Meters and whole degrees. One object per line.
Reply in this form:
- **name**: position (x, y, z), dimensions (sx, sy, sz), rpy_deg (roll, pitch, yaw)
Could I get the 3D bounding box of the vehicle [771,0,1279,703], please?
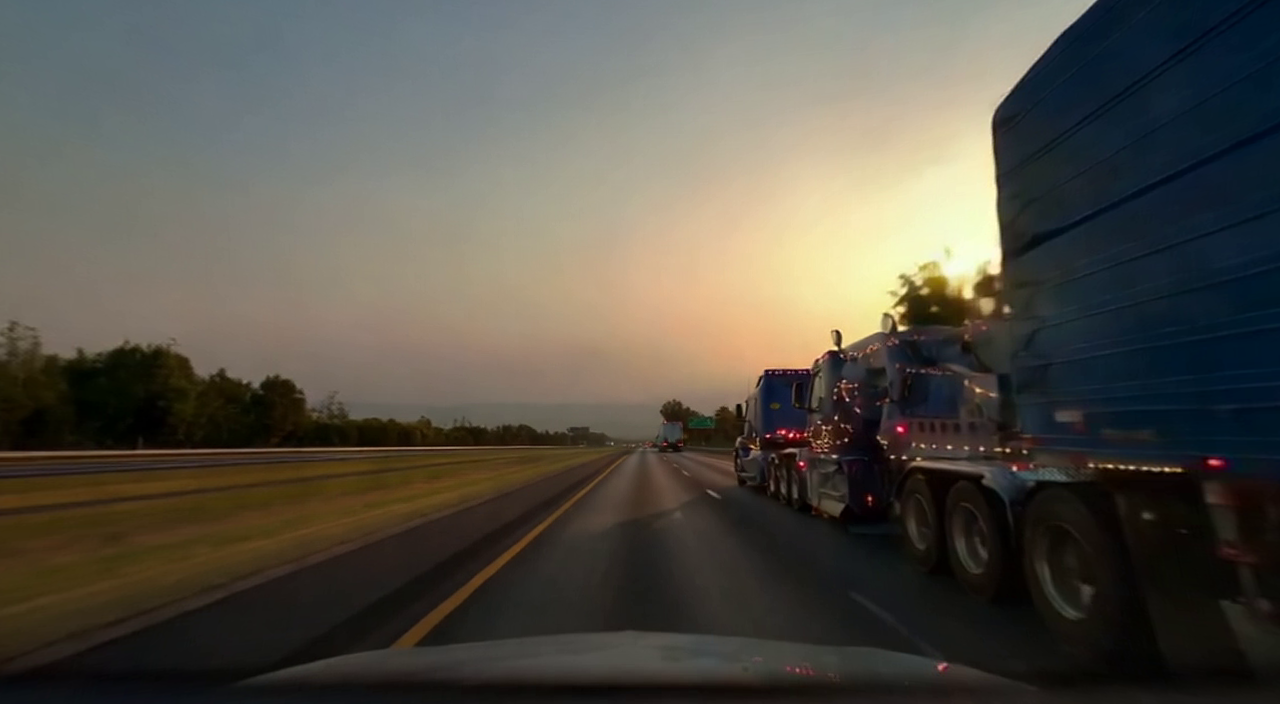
- **vehicle**: position (4.065, -0.055, 3.714), dimensions (2.976, 4.114, 16.788), rpy_deg (0, -8, 0)
